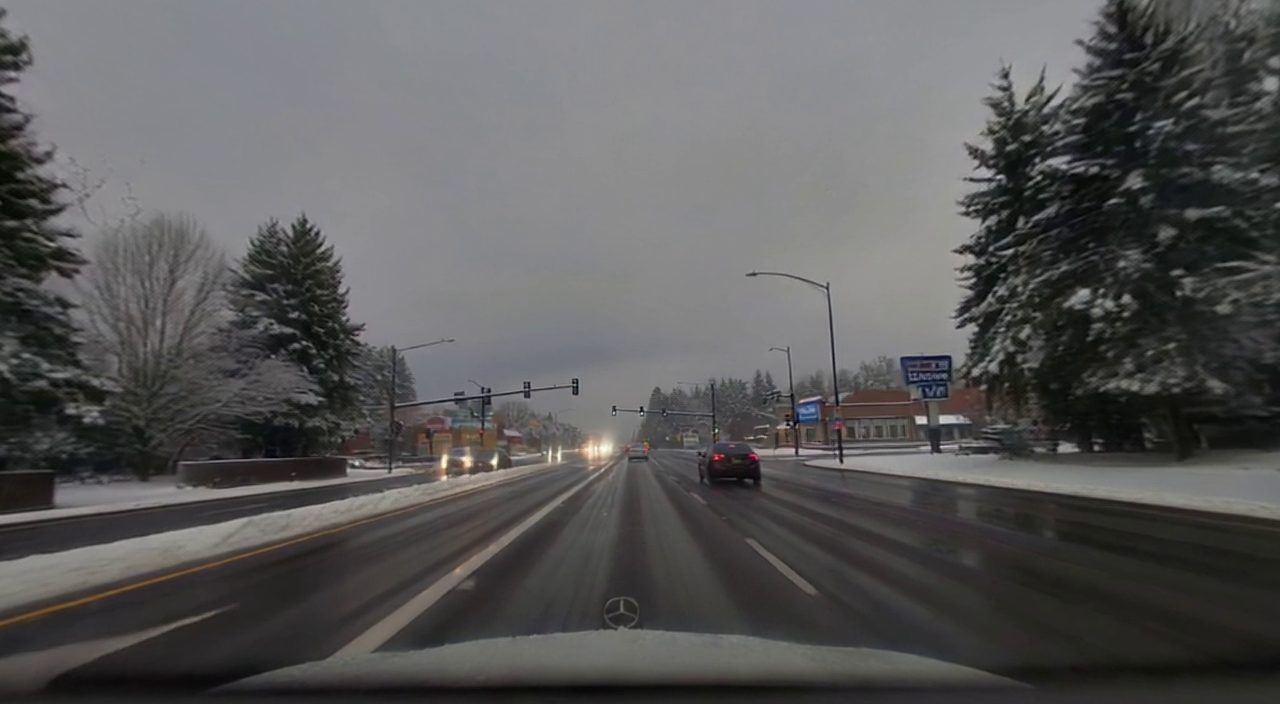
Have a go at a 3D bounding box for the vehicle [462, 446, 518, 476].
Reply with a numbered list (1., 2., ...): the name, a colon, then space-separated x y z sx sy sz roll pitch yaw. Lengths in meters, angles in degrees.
1. vehicle: -8.327 6.064 35.430 1.990 1.534 4.630 0 -8 0

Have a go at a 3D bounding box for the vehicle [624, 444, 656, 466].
1. vehicle: -0.003 7.238 44.582 2.135 1.468 4.076 0 -8 -1

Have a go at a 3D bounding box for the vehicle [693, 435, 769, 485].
1. vehicle: 3.241 3.952 23.384 2.022 1.643 4.326 0 -8 -2
